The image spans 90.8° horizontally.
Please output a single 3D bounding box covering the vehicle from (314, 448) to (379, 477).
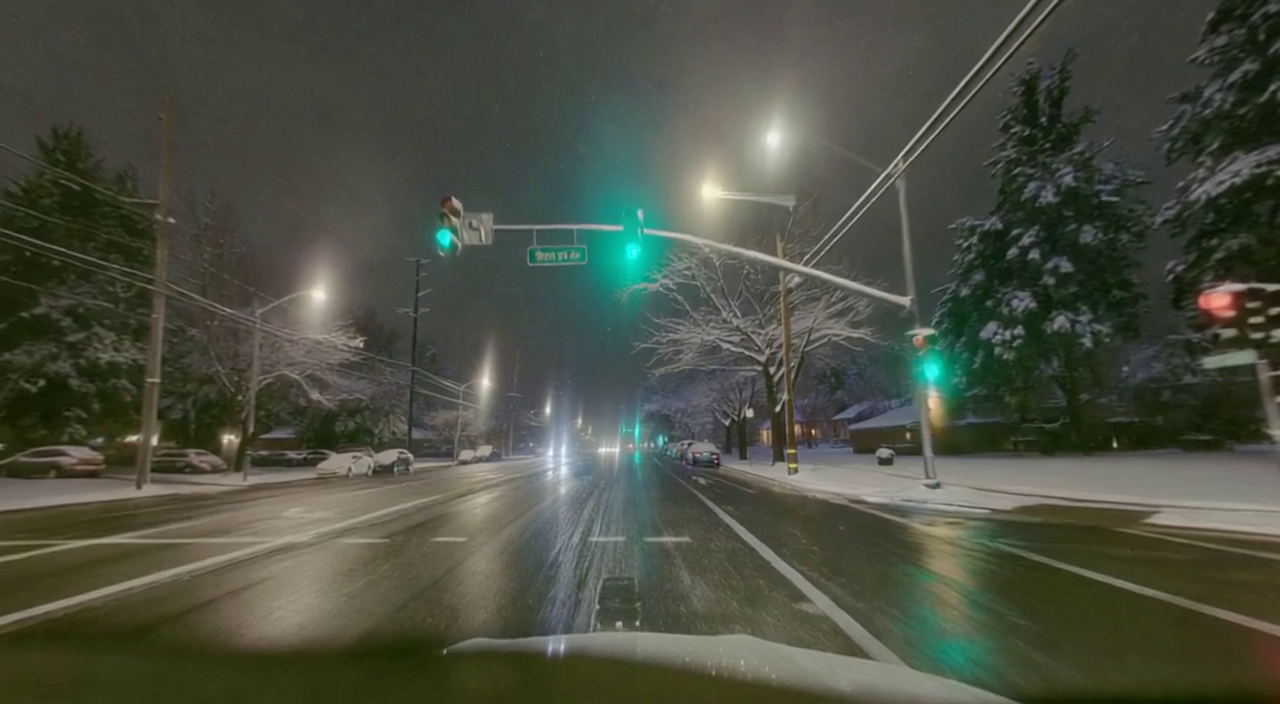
[{"bbox_3d":[-17.856,6.710,38.669,1.896,1.661,4.191,0,-8,1],"label":"vehicle"}]

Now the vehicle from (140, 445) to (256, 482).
[{"bbox_3d":[-23.290,5.872,33.454,4.488,1.810,2.003,1,-9,-9],"label":"vehicle"}]

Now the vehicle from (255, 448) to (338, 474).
[{"bbox_3d":[-23.540,7.482,43.442,4.670,1.486,1.864,-3,-8,1],"label":"vehicle"}]

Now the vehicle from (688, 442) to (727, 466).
[{"bbox_3d":[4.381,6.709,41.702,1.927,1.523,4.668,0,-8,-2],"label":"vehicle"}]

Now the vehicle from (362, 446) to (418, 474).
[{"bbox_3d":[-17.846,7.667,45.333,2.105,1.734,4.673,-3,-8,1],"label":"vehicle"}]
